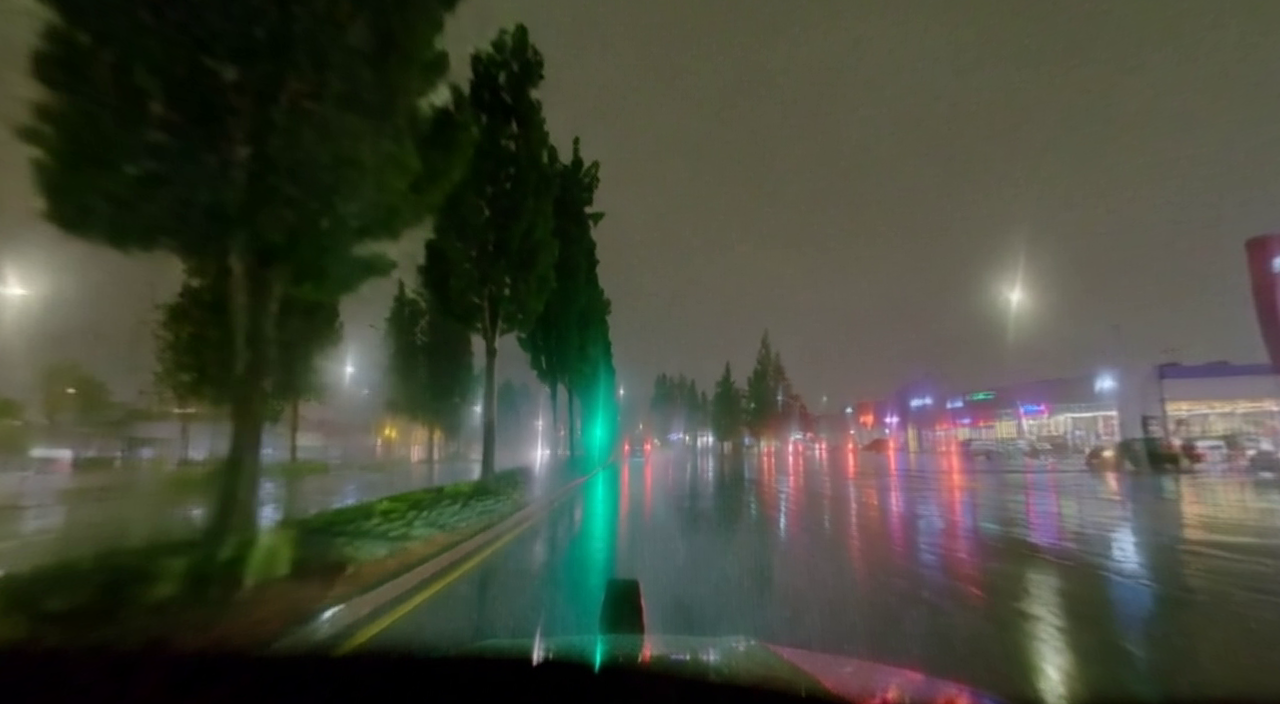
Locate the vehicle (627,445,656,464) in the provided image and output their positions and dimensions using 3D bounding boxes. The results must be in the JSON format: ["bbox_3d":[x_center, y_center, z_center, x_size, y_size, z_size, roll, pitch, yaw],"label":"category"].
[{"bbox_3d":[0.104,8.055,49.751,2.159,1.461,4.142,0,-8,-1],"label":"vehicle"}]
